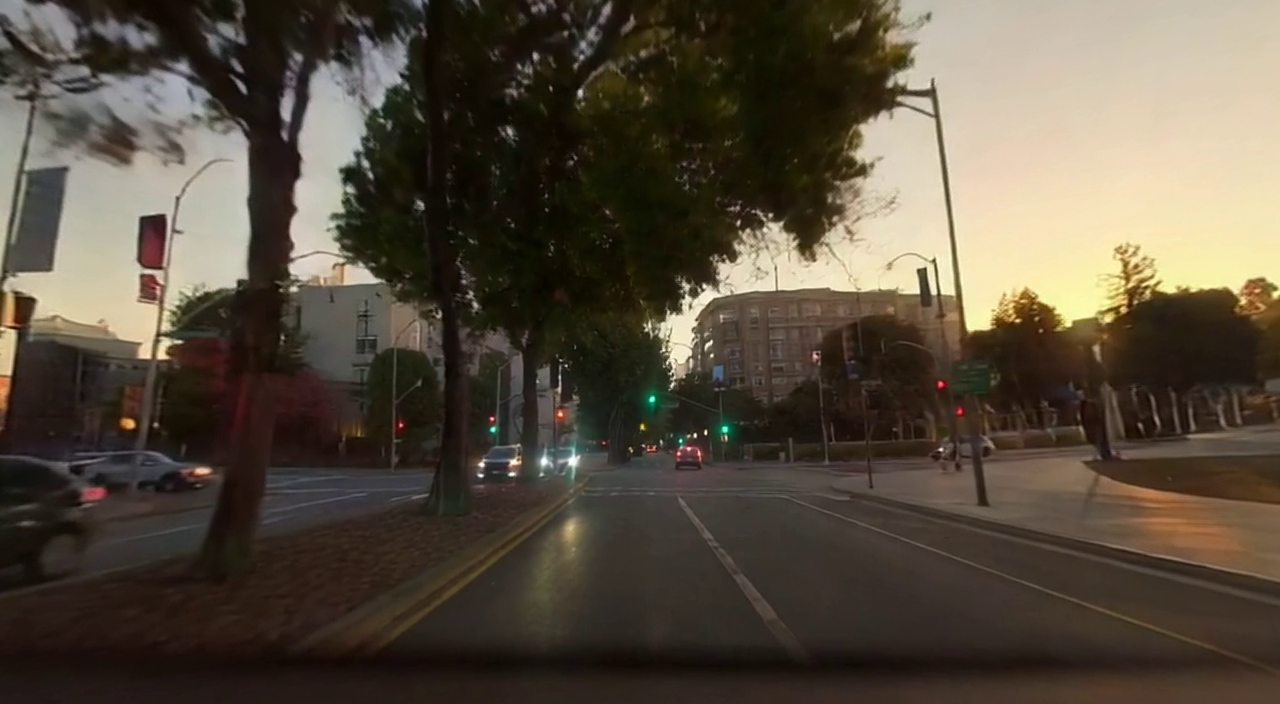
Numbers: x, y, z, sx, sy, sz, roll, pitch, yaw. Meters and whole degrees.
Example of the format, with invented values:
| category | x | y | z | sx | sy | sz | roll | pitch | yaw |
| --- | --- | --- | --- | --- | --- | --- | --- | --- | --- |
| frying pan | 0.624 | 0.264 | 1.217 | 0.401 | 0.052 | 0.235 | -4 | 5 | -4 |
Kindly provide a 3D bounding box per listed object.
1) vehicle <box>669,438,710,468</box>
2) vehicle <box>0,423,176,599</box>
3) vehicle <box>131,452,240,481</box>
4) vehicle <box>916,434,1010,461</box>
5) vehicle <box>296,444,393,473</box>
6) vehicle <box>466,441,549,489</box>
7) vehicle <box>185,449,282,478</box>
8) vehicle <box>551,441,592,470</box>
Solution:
| category | x | y | z | sx | sy | sz | roll | pitch | yaw |
| --- | --- | --- | --- | --- | --- | --- | --- | --- | --- |
| vehicle | 3.025 | 6.325 | 39.535 | 2.129 | 1.719 | 4.205 | 0 | -9 | -1 |
| vehicle | -7.628 | 1.667 | 6.620 | 1.962 | 1.807 | 4.541 | 0 | -9 | 1 |
| vehicle | -24.619 | 6.201 | 34.281 | 4.359 | 1.457 | 2.043 | 0 | -9 | 2 |
| vehicle | 18.961 | 5.655 | 37.158 | 4.459 | 1.525 | 1.956 | 0 | -9 | 0 |
| vehicle | -20.877 | 7.554 | 44.710 | 5.735 | 1.993 | 2.118 | 0 | -9 | -1 |
| vehicle | -4.786 | 4.162 | 23.592 | 1.991 | 1.614 | 4.718 | 0 | -9 | 1 |
| vehicle | -23.700 | 6.494 | 36.844 | 4.276 | 1.570 | 2.044 | 0 | -9 | 2 |
| vehicle | -4.485 | 6.803 | 41.755 | 2.123 | 1.798 | 4.508 | 0 | -9 | 1 |
